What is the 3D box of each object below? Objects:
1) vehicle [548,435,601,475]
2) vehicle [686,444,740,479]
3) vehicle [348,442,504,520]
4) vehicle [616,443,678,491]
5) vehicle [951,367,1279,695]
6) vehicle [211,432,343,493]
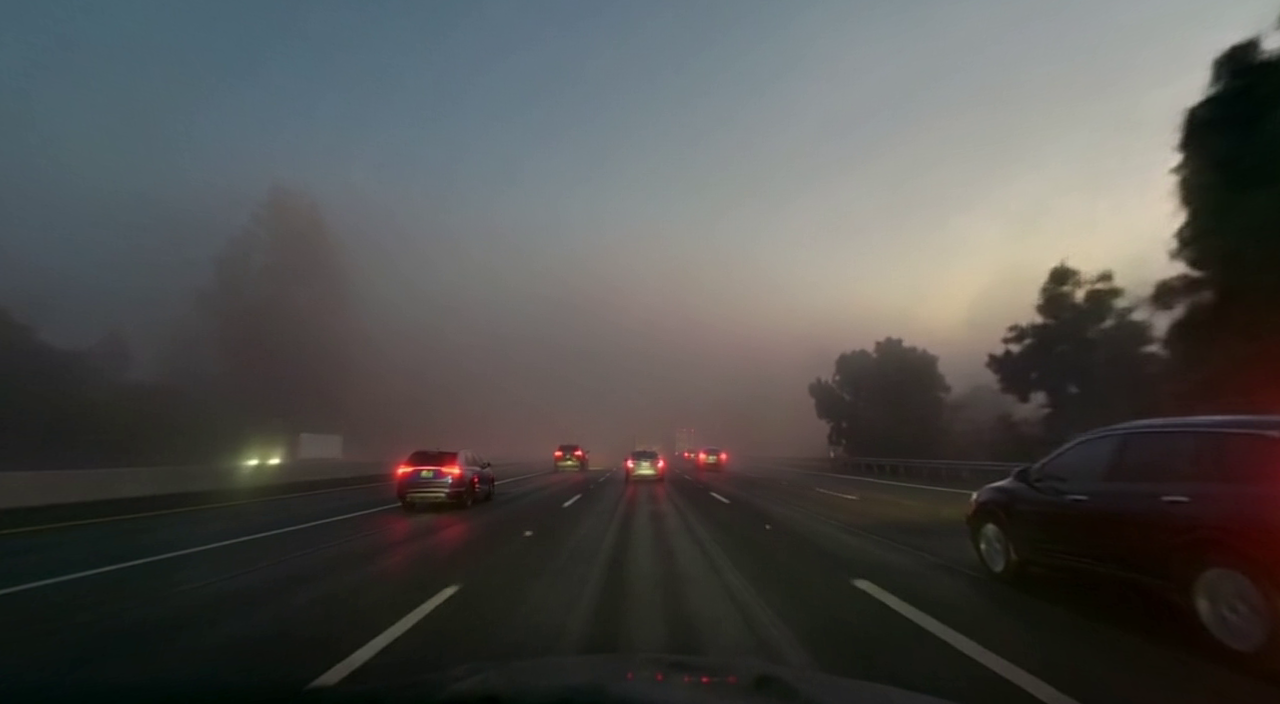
[{"bbox_3d":[-3.413,5.493,33.463,2.230,1.973,4.403,-1,-9,2],"label":"vehicle"},{"bbox_3d":[3.379,5.165,29.849,1.959,1.503,4.064,0,-9,-2],"label":"vehicle"},{"bbox_3d":[-4.589,2.823,14.280,1.967,1.473,4.439,0,-9,0],"label":"vehicle"},{"bbox_3d":[0.217,4.035,22.352,2.015,1.526,4.286,0,-9,0],"label":"vehicle"},{"bbox_3d":[4.221,1.065,4.220,2.018,1.639,4.149,0,-9,-1],"label":"vehicle"},{"bbox_3d":[-16.364,5.001,28.775,2.408,2.483,5.904,0,-9,1],"label":"vehicle"}]
